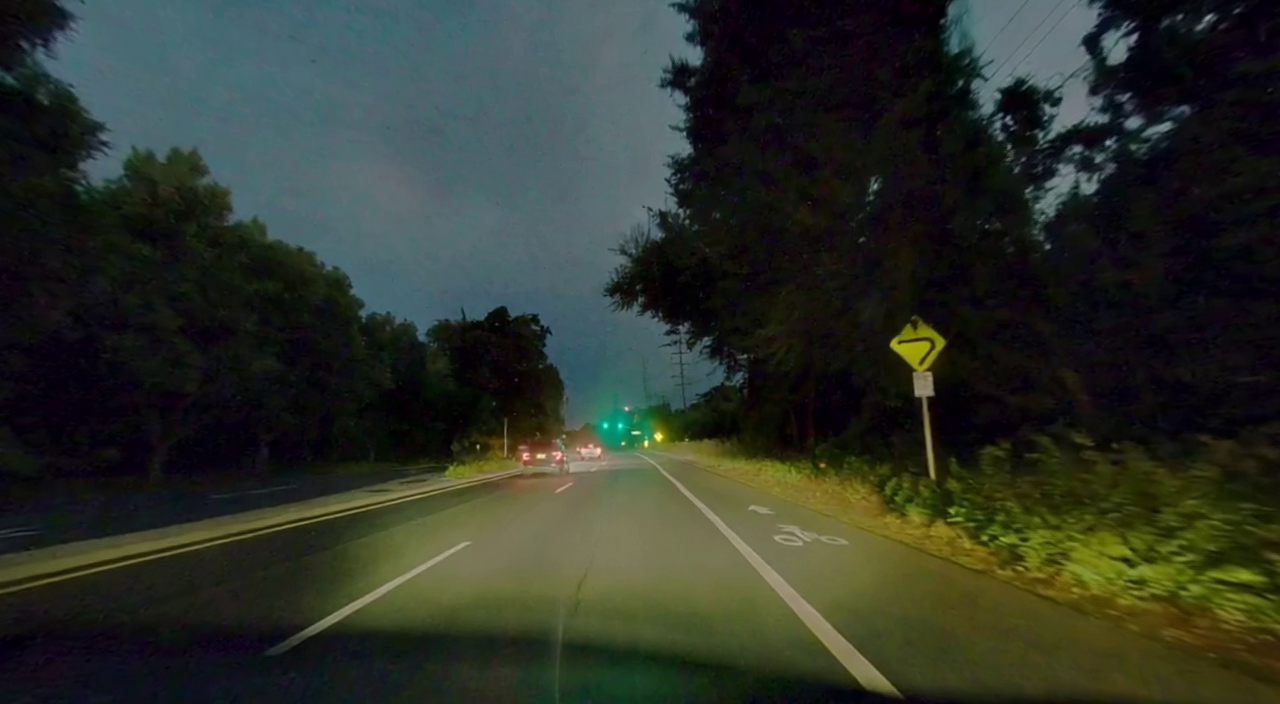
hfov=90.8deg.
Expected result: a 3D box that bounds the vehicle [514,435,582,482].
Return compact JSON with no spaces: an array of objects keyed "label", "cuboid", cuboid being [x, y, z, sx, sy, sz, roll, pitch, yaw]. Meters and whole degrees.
[{"label":"vehicle","cuboid":[-4.004,4.743,28.483,2.246,1.885,5.275,0,-9,0]}]
